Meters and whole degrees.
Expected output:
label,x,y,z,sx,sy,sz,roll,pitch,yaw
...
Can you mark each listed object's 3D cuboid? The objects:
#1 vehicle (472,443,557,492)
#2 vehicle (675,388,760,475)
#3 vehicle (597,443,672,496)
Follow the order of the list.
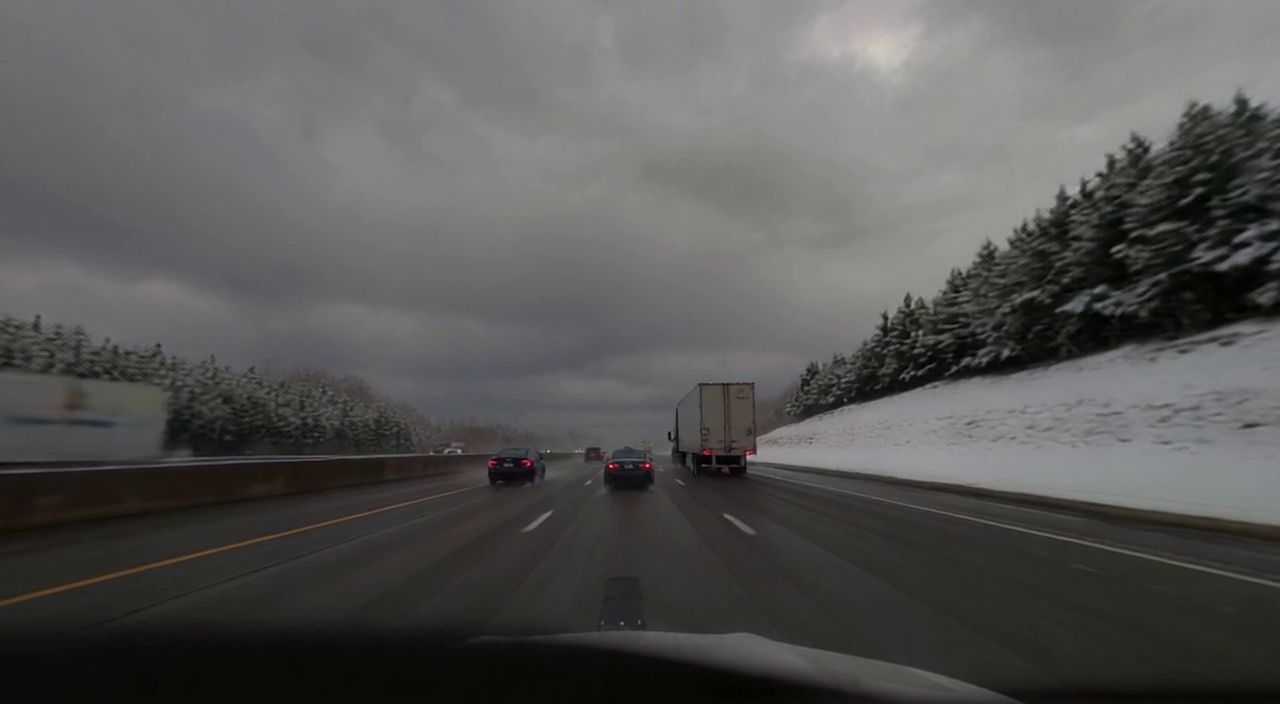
label,x,y,z,sx,sy,sz,roll,pitch,yaw
vehicle,-4.132,3.896,21.579,2.017,1.460,4.382,0,-9,0
vehicle,4.076,4.851,37.079,2.905,4.109,14.332,0,-9,-1
vehicle,-0.178,3.509,19.156,2.023,1.400,4.028,0,-9,-1
